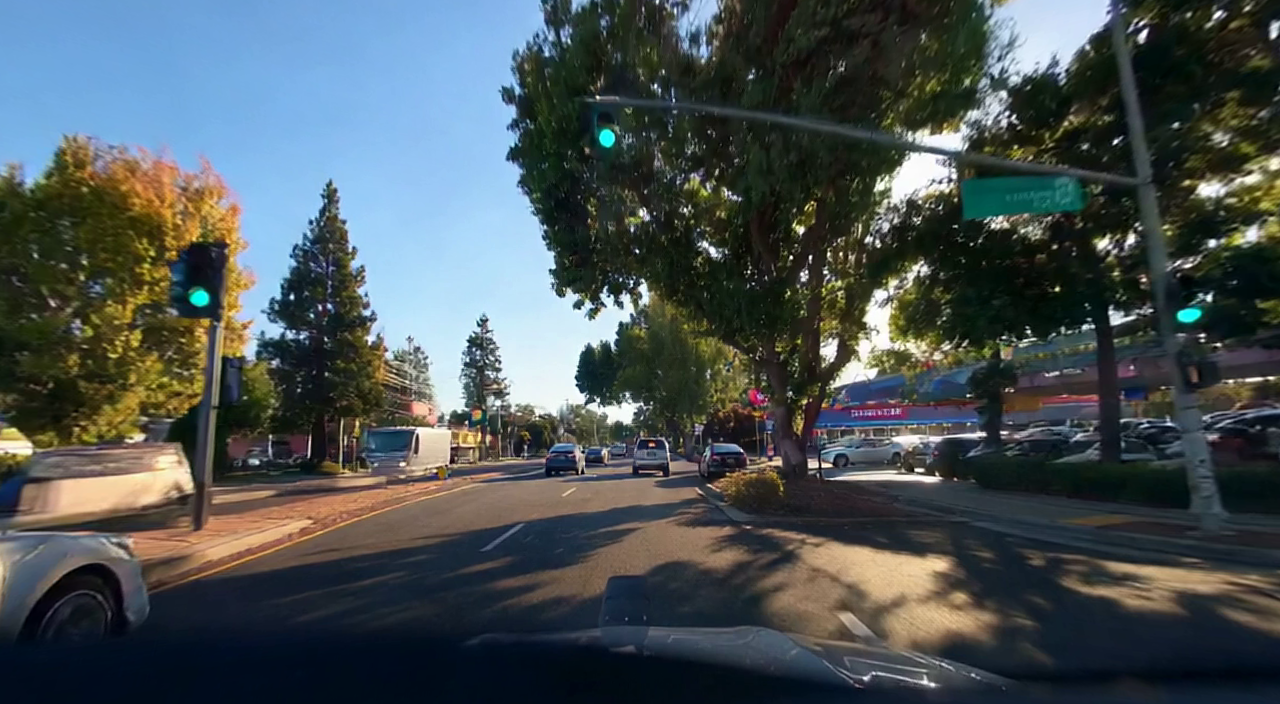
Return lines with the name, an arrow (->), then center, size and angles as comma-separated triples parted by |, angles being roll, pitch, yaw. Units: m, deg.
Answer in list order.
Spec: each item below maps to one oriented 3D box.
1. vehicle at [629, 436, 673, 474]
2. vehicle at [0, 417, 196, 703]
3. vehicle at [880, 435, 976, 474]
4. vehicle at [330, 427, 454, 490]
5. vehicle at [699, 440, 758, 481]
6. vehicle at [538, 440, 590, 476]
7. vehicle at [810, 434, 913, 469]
vehicle -> 0.526, 5.364, 32.938 | 2.193, 1.873, 4.033 | 0, -9, 0
vehicle -> -3.981, 0.912, 2.031 | 1.908, 1.481, 4.351 | 0, -9, 0
vehicle -> 11.950, 4.287, 26.529 | 1.959, 1.472, 4.473 | 0, -9, 1
vehicle -> -9.177, 4.013, 24.125 | 2.328, 2.093, 5.956 | 0, -9, 0
vehicle -> 3.699, 4.580, 26.824 | 1.922, 1.579, 3.642 | 0, -9, -1
vehicle -> -3.741, 5.298, 31.622 | 2.026, 1.665, 4.193 | 0, -9, 1
vehicle -> 11.695, 5.256, 33.333 | 4.808, 1.712, 2.061 | -5, -10, 28
